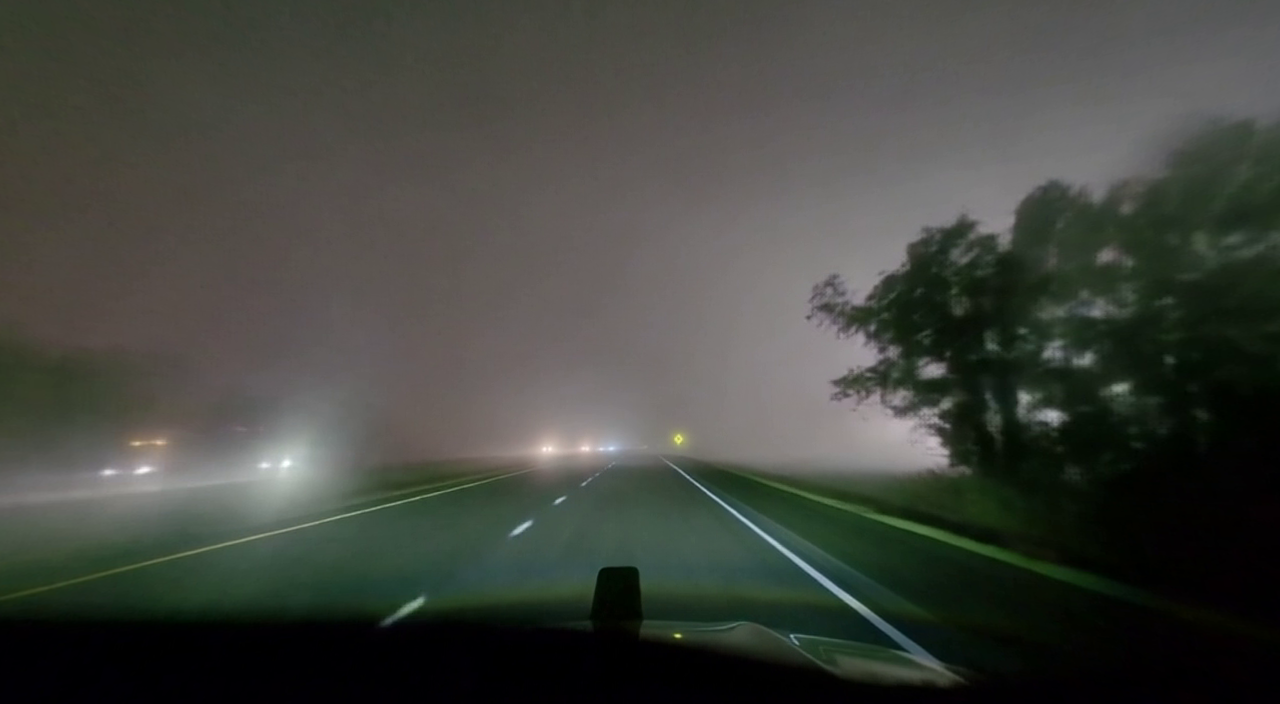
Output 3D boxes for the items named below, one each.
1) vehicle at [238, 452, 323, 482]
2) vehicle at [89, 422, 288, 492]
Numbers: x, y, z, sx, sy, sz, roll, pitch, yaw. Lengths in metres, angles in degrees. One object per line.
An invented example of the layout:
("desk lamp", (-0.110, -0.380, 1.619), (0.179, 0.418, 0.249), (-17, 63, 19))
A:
("vehicle", (-19.698, 6.293, 34.752), (1.974, 1.481, 4.441), (0, -9, 2))
("vehicle", (-23.305, 5.540, 33.666), (2.969, 3.150, 10.176), (0, -9, 1))
